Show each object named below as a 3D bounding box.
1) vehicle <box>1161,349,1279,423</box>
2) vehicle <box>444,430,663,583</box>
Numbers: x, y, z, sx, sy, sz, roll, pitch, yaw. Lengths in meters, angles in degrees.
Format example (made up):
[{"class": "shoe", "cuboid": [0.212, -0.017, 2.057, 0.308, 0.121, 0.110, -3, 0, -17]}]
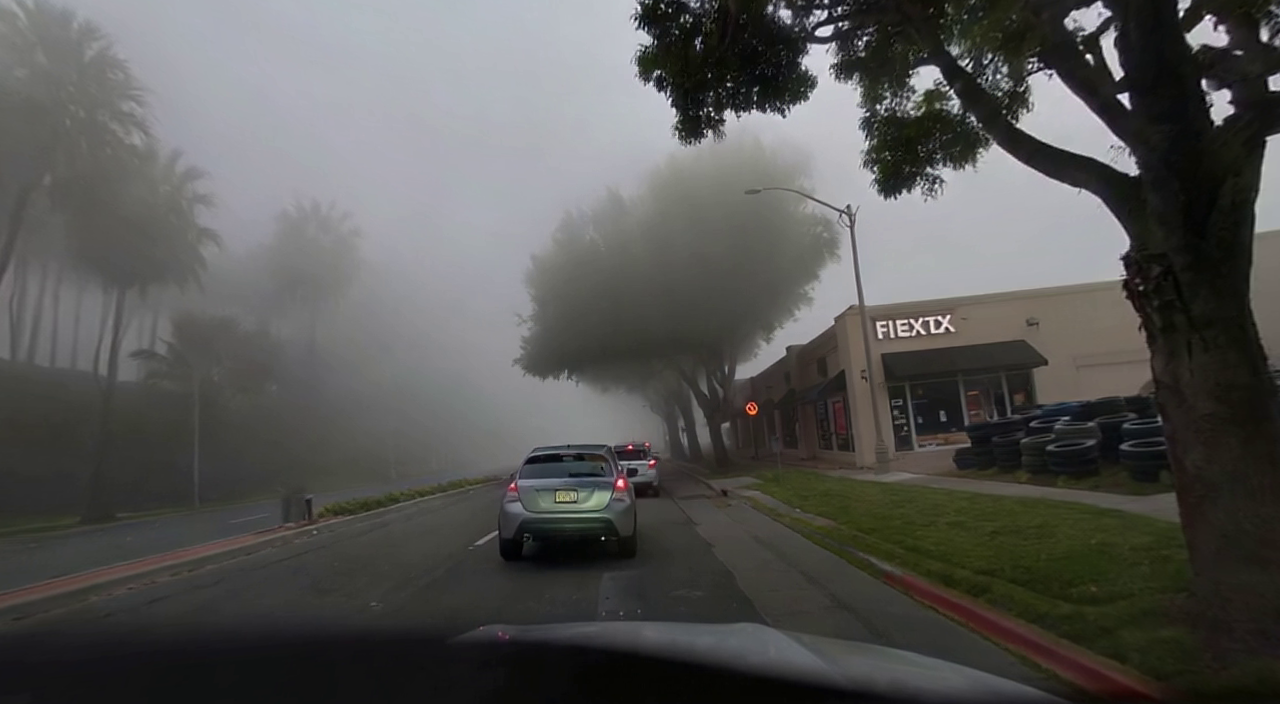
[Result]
[{"class": "vehicle", "cuboid": [16.532, 1.026, 17.124, 1.810, 1.669, 3.883, -1, -9, 7]}, {"class": "vehicle", "cuboid": [-0.917, 1.846, 8.393, 2.169, 1.495, 4.048, 0, -8, -2]}]
